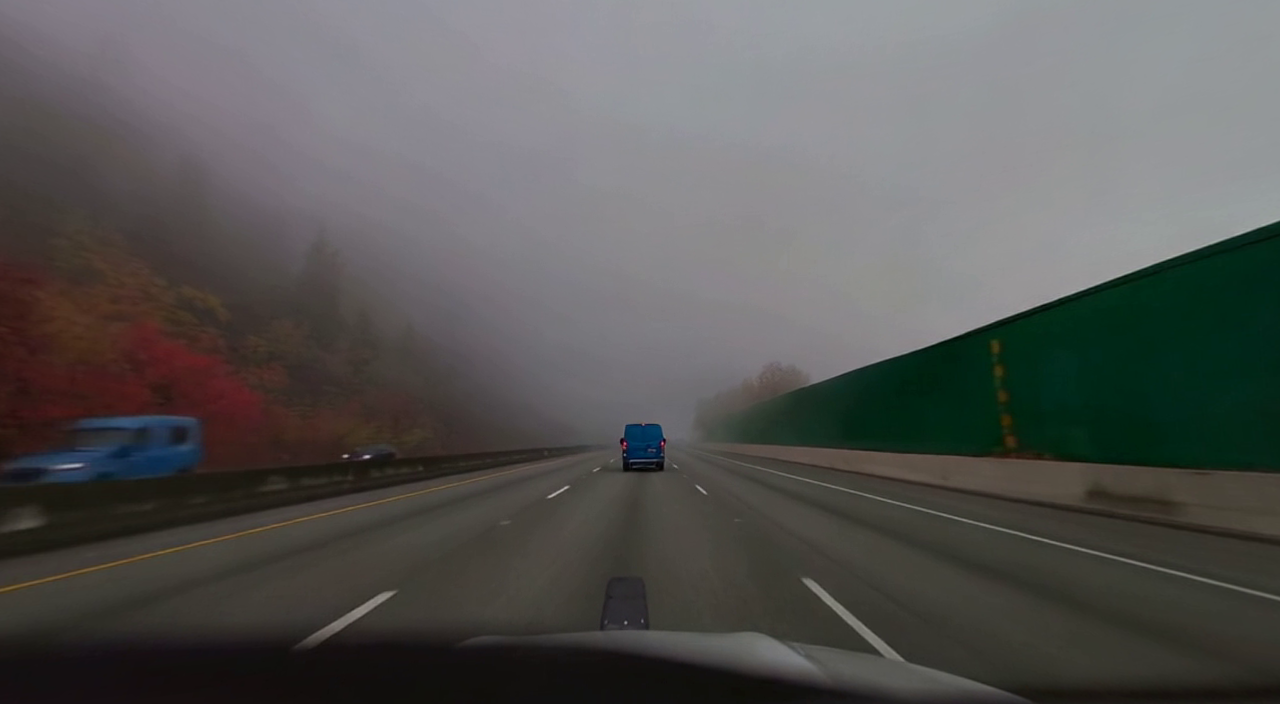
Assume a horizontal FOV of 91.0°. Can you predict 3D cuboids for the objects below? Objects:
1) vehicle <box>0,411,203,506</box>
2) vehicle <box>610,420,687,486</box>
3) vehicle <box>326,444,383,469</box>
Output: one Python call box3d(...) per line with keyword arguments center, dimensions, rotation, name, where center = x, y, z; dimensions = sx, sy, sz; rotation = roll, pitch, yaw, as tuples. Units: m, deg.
box3d(center=(-16.993, 3.218, 19.551), dimensions=(2.401, 2.471, 5.918), rotation=(0, -8, 1), name="vehicle")
box3d(center=(0.237, 3.328, 21.032), dimensions=(2.283, 1.956, 4.421), rotation=(0, -8, 0), name="vehicle")
box3d(center=(-18.967, 6.949, 41.987), dimensions=(1.864, 1.588, 4.152), rotation=(0, -8, 0), name="vehicle")
